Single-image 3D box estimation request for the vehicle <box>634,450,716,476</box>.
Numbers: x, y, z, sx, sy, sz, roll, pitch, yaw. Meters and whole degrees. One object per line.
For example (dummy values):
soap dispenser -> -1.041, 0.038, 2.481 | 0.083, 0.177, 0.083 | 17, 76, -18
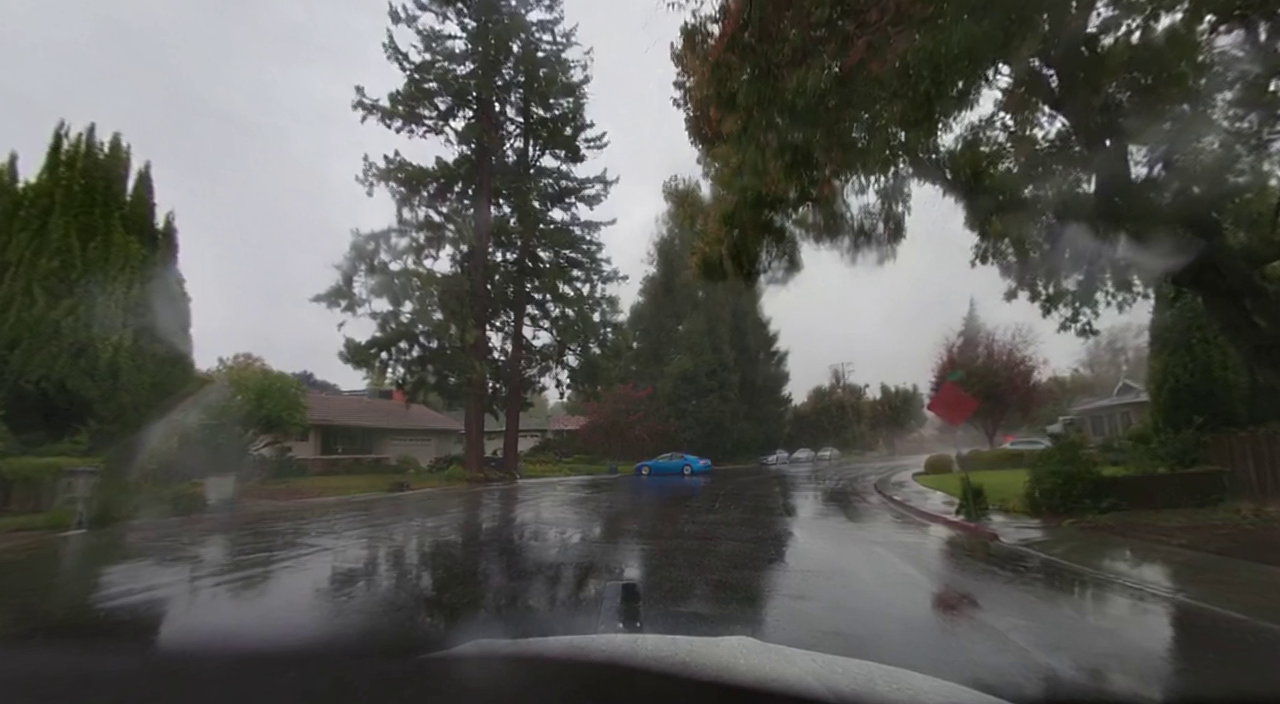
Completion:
vehicle -> 2.153, 6.823, 39.020 | 4.653, 1.480, 1.871 | -4, -9, 23
